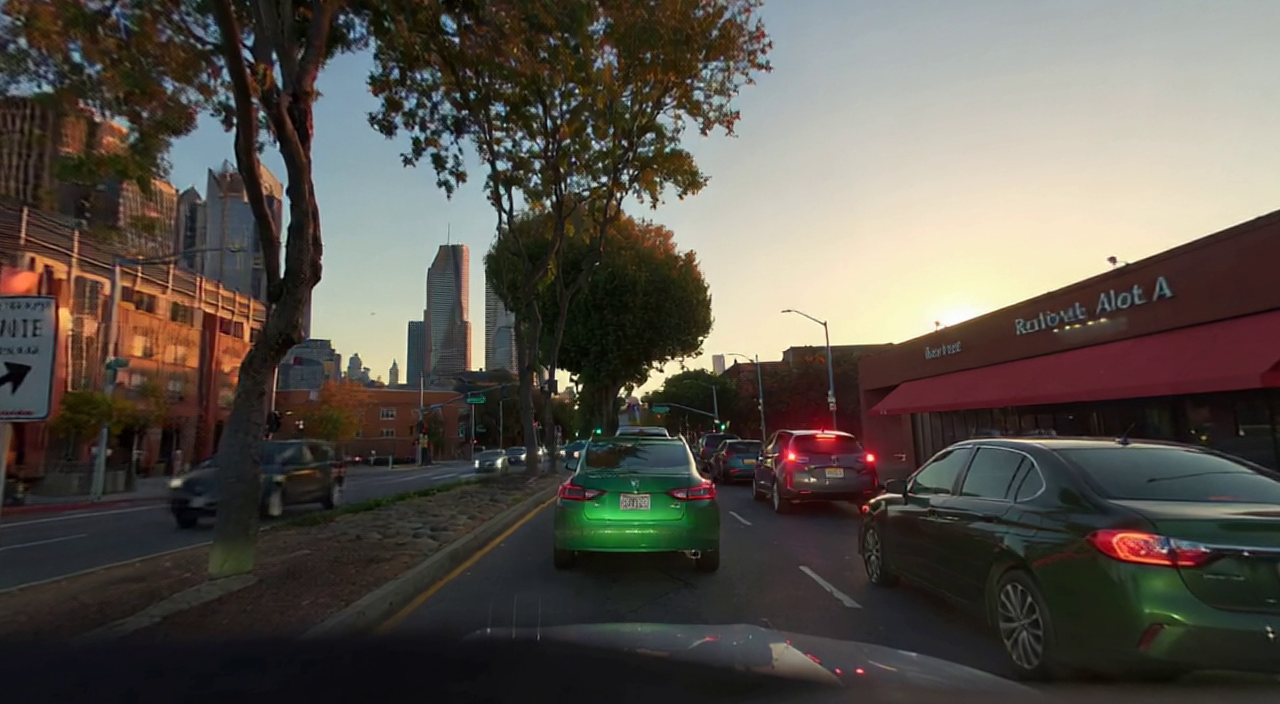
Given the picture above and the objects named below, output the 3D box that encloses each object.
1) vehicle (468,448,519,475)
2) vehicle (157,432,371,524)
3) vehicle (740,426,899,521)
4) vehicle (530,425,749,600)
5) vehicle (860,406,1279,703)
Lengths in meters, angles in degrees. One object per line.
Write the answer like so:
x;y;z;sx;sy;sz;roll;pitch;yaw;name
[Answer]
-8.306;6.224;36.209;1.850;1.417;4.321;0;-9;1;vehicle
-8.045;2.715;14.175;2.079;1.695;4.374;0;-9;0;vehicle
3.536;2.482;13.412;2.025;1.660;4.263;0;-9;-1;vehicle
-0.020;1.655;7.297;1.887;1.487;3.535;0;-9;0;vehicle
3.310;1.255;4.476;1.988;1.480;4.195;0;-9;0;vehicle
